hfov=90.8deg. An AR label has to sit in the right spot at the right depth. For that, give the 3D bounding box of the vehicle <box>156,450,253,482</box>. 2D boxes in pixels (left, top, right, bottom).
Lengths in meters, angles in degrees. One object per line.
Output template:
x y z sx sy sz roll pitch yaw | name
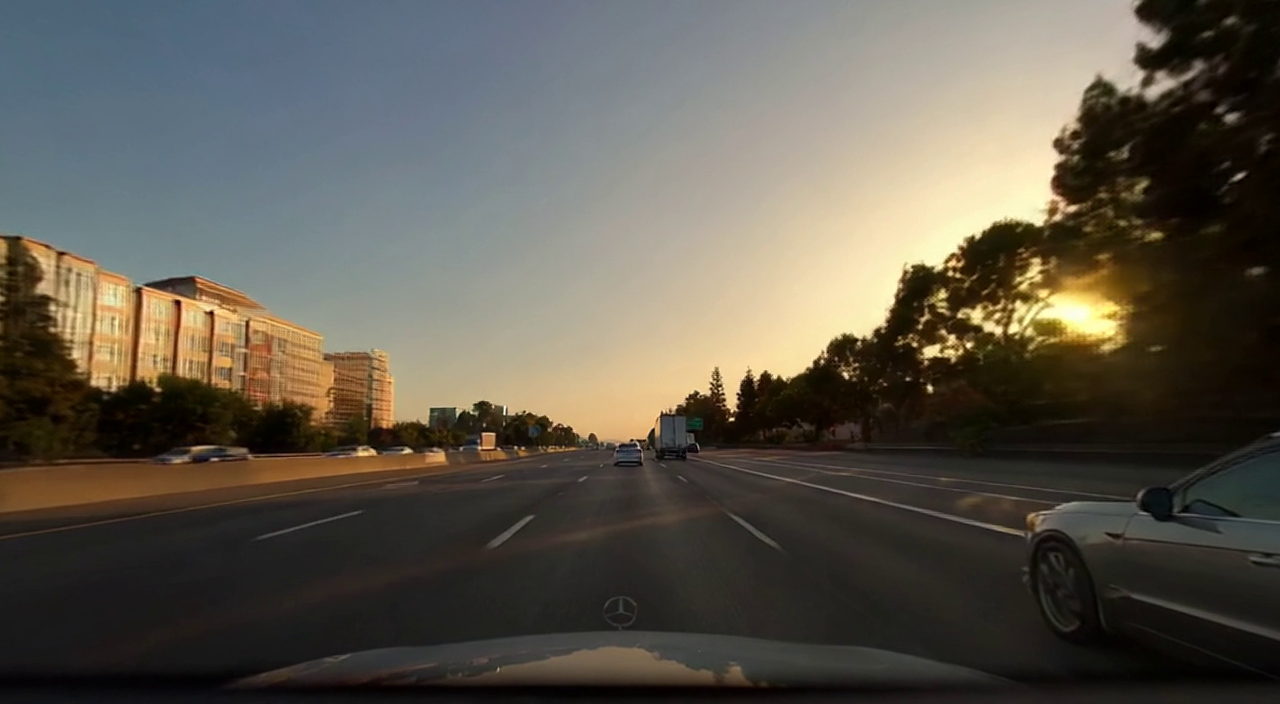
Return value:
-22.156 5.786 32.409 1.865 1.461 4.393 0 -8 0 | vehicle

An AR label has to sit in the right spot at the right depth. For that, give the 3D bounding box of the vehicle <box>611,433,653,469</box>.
-0.474 5.769 36.972 2.297 1.912 4.355 0 -8 -1 | vehicle

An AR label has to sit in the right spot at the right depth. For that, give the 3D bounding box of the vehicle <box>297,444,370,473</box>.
-18.711 6.488 38.810 2.031 1.618 4.888 0 -8 0 | vehicle

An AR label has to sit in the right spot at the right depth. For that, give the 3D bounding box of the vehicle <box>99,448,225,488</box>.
-26.134 6.308 34.943 2.228 1.953 6.010 0 -8 0 | vehicle

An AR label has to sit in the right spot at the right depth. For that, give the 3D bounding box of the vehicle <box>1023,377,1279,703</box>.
3.572 0.820 1.995 1.950 1.596 4.326 0 -8 -1 | vehicle
